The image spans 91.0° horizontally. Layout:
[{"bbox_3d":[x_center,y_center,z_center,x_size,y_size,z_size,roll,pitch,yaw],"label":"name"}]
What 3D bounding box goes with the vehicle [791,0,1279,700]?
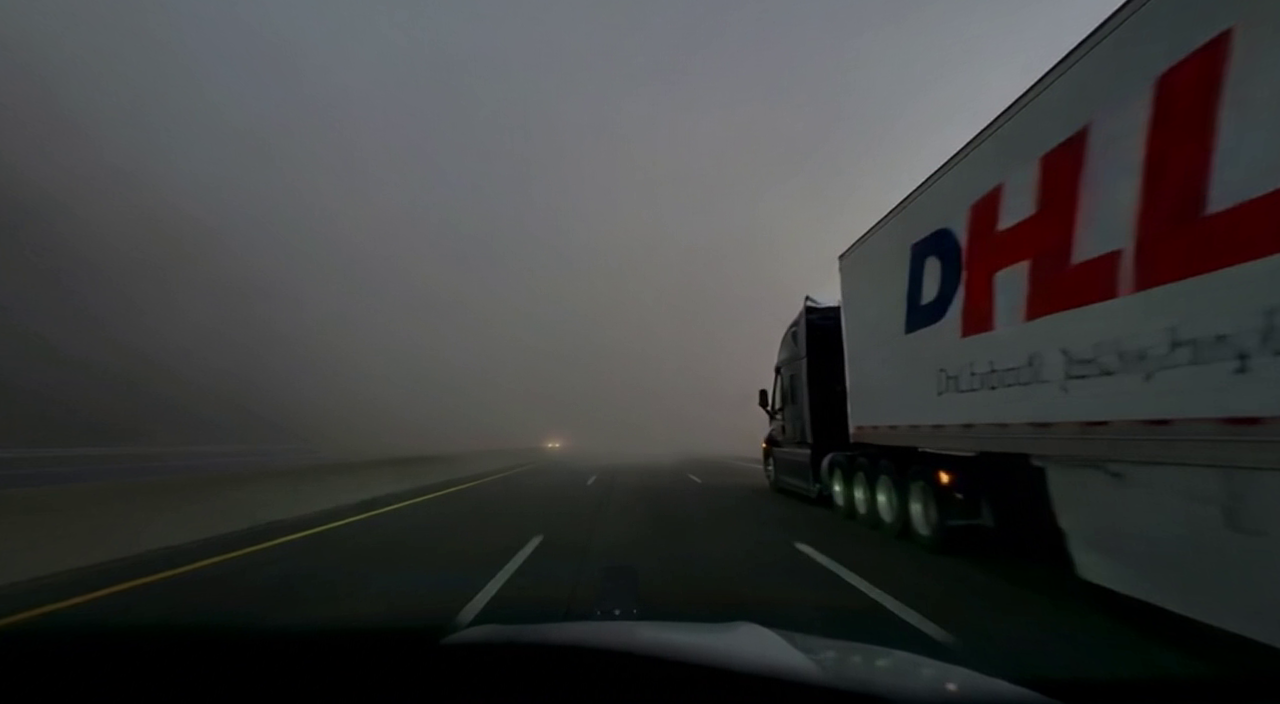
[{"bbox_3d":[4.701,0.360,7.671,3.041,4.012,10.162,0,-8,-1],"label":"vehicle"}]
